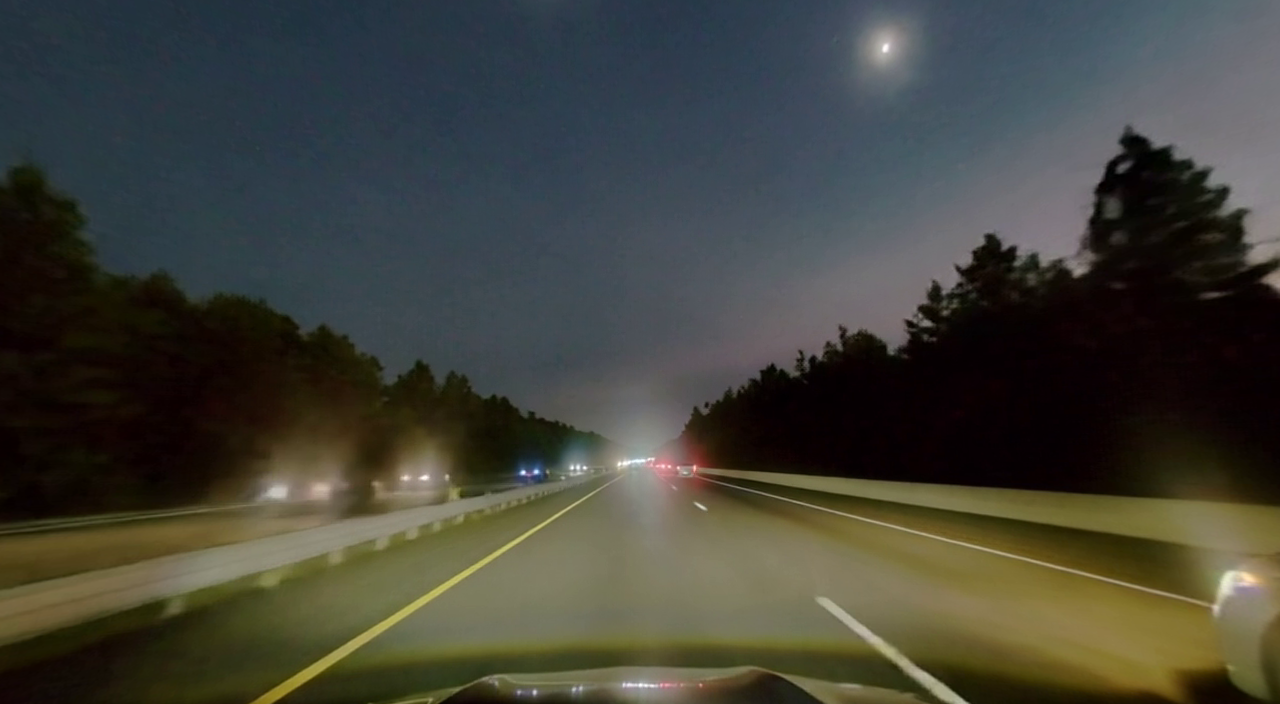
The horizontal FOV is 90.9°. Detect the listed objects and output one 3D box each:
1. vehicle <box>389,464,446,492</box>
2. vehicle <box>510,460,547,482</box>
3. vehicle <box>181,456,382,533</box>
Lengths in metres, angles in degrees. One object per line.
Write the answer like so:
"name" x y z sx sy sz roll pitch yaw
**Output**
"vehicle" -12.727 7.233 36.301 1.850 1.498 3.693 1 -10 1
"vehicle" -7.963 8.568 45.346 1.916 1.457 3.642 0 -10 2
"vehicle" -7.874 3.175 14.462 2.049 1.456 4.249 1 -10 1
